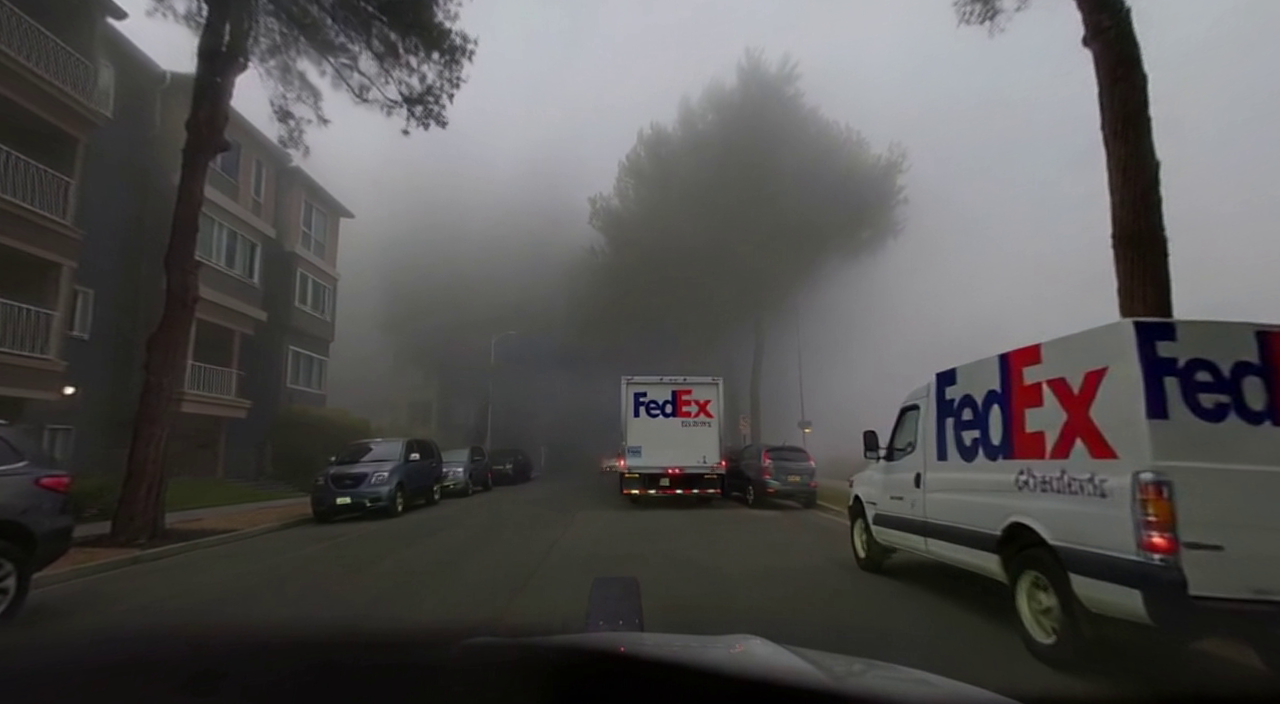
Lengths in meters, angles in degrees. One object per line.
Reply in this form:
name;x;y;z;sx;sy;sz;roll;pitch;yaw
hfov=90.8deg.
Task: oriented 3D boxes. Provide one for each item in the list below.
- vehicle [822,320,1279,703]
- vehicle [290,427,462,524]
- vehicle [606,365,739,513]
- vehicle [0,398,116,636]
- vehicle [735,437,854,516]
vehicle;3.516;1.244;5.522;2.221;1.991;5.564;0;-8;0
vehicle;-5.817;2.763;14.718;2.020;1.867;4.654;0;-8;-1
vehicle;0.669;2.527;18.225;2.930;3.275;8.180;0;-8;-1
vehicle;-5.835;1.058;3.523;2.089;1.757;4.256;0;-8;1
vehicle;3.478;2.860;14.999;1.868;1.623;3.815;0;-8;0
